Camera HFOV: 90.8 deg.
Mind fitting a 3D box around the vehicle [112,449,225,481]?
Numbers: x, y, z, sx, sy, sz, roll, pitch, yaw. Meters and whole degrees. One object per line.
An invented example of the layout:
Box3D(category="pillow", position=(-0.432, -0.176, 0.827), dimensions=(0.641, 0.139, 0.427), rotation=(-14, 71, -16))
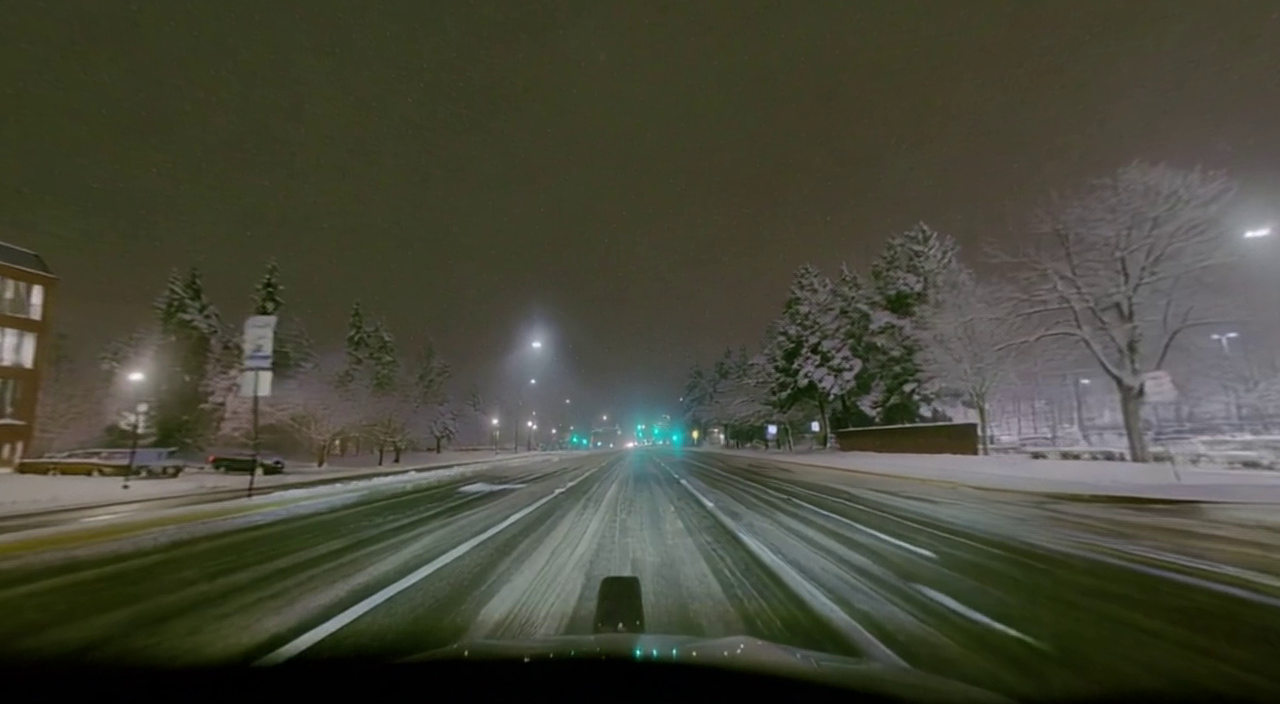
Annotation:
Box3D(category="vehicle", position=(-26.551, 6.356, 35.692), dimensions=(4.673, 1.717, 2.044), rotation=(0, -8, 1))

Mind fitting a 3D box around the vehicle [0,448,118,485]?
Box3D(category="vehicle", position=(-32.246, 6.262, 34.824), dimensions=(2.122, 1.886, 4.993), rotation=(-8, -12, 43))

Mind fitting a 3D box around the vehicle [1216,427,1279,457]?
Box3D(category="vehicle", position=(34.735, 5.007, 35.255), dimensions=(3.484, 1.433, 1.608), rotation=(-3, -9, -3))

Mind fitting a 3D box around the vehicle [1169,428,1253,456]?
Box3D(category="vehicle", position=(34.386, 5.431, 38.071), dimensions=(3.470, 1.424, 1.592), rotation=(-3, -9, -4))
